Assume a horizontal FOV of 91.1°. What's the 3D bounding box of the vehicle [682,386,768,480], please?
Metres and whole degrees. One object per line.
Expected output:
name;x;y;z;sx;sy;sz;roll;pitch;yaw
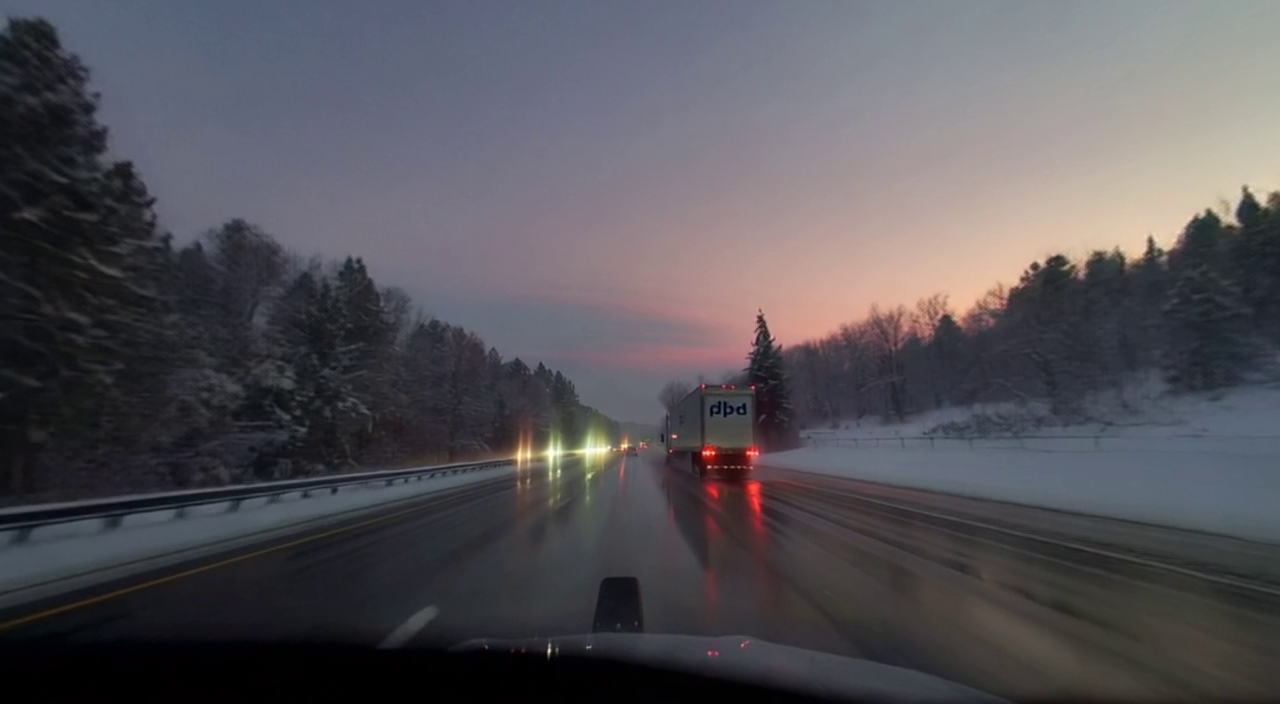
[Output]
vehicle;3.864;4.055;30.796;2.856;3.933;8.334;0;-9;-1
